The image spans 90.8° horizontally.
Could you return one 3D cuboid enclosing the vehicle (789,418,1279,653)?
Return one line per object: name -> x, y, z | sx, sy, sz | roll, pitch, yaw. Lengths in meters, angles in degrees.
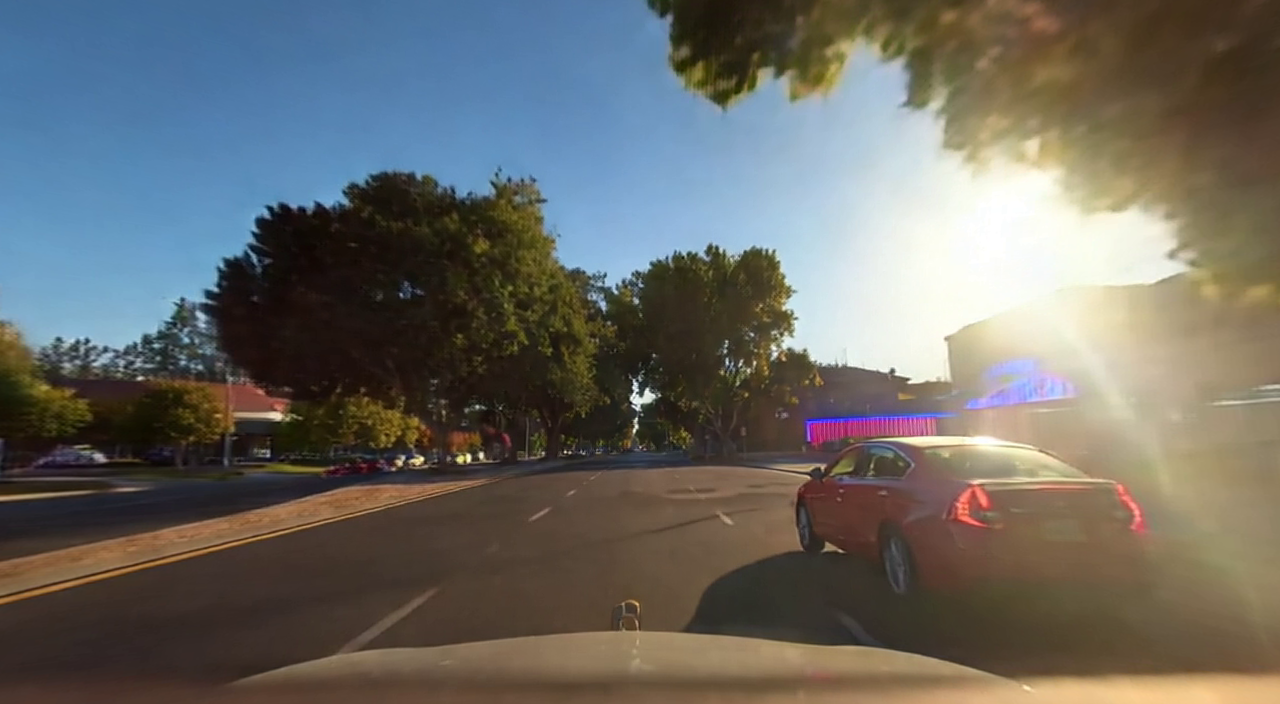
vehicle -> 3.103, 1.515, 6.394 | 2.004, 1.470, 4.544 | 0, -8, -1
